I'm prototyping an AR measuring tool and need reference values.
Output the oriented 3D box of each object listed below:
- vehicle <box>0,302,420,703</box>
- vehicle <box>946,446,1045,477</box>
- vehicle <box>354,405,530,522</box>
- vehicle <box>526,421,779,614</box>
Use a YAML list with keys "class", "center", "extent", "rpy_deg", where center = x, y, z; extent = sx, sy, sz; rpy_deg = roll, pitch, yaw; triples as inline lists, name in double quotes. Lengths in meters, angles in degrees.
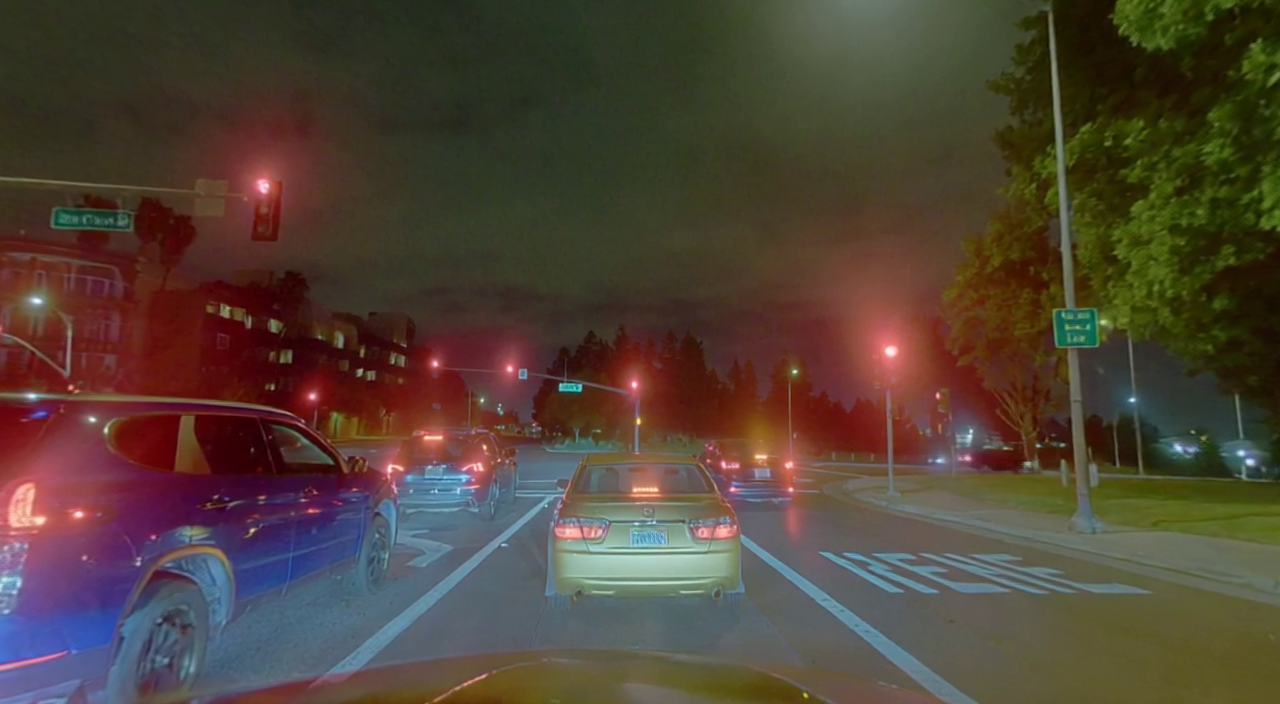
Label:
- class: "vehicle"
  center: [-3.139, 1.012, 4.141]
  extent: [1.924, 1.737, 4.387]
  rpy_deg: [0, -8, -2]
- class: "vehicle"
  center: [22.310, 6.862, 39.784]
  extent: [4.874, 1.854, 2.230]
  rpy_deg: [0, -9, -3]
- class: "vehicle"
  center: [-3.880, 2.315, 13.695]
  extent: [2.305, 1.984, 5.586]
  rpy_deg: [0, -8, -3]
- class: "vehicle"
  center: [-0.060, 1.628, 7.267]
  extent: [2.001, 1.483, 4.442]
  rpy_deg: [0, -8, -4]
